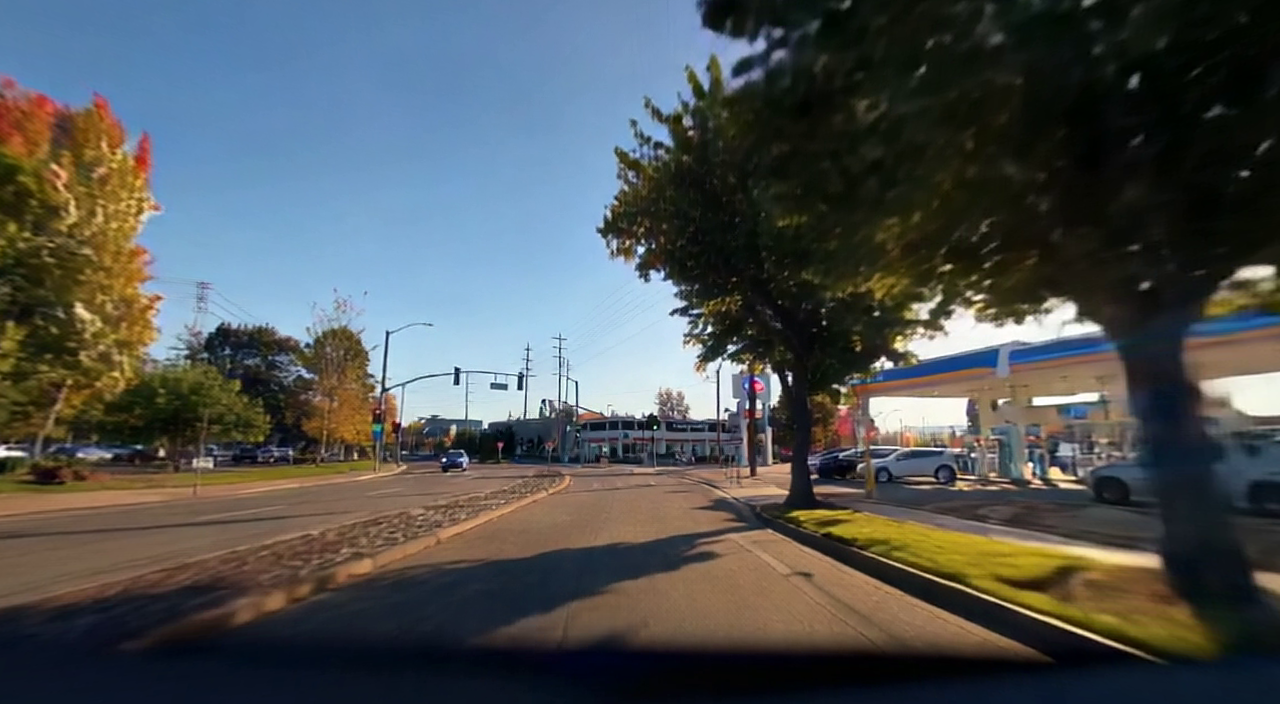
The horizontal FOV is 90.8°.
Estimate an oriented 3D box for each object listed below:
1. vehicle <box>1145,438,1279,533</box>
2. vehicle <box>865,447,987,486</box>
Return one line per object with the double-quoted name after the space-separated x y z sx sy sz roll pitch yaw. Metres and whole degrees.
13.873 2.992 14.550 2.086 1.845 4.694 -4 -11 22 "vehicle"
13.999 5.633 31.171 4.996 1.720 2.027 1 -8 2 "vehicle"
